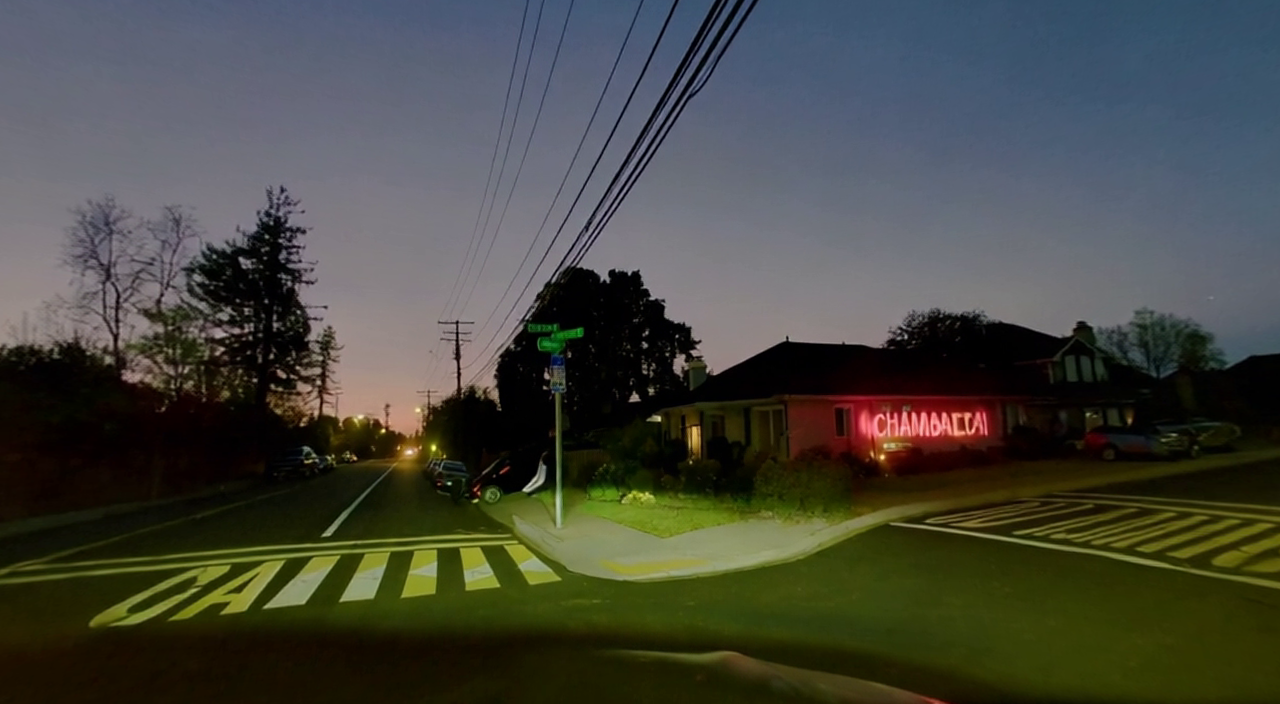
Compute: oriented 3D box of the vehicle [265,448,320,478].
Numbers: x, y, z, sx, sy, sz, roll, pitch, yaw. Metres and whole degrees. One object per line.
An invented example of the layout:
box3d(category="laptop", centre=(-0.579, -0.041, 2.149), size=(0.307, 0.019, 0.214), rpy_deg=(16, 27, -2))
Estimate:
box3d(category="vehicle", centre=(-22.063, 7.017, 40.320), size=(2.203, 1.787, 4.704), rpy_deg=(3, -9, -19))
